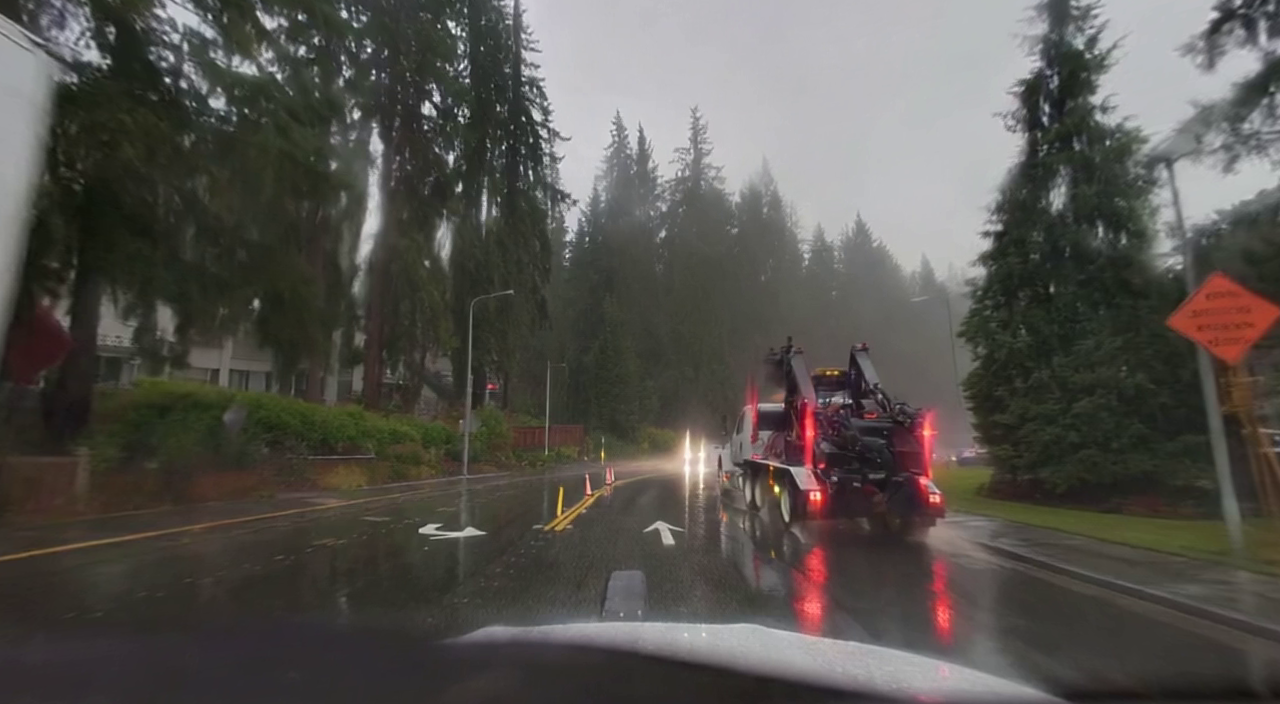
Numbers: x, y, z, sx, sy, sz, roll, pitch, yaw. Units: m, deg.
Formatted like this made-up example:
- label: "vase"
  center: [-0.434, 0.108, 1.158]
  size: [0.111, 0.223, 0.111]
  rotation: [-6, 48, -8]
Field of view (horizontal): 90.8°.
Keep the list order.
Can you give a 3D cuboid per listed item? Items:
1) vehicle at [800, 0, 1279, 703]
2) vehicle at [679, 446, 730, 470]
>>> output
- label: "vehicle"
  center: [3.436, 0.238, 3.305]
  size: [3.083, 3.321, 8.020]
  rotation: [0, -9, 0]
- label: "vehicle"
  center: [4.524, 7.320, 43.783]
  size: [1.945, 1.494, 4.201]
  rotation: [-4, -10, 29]
